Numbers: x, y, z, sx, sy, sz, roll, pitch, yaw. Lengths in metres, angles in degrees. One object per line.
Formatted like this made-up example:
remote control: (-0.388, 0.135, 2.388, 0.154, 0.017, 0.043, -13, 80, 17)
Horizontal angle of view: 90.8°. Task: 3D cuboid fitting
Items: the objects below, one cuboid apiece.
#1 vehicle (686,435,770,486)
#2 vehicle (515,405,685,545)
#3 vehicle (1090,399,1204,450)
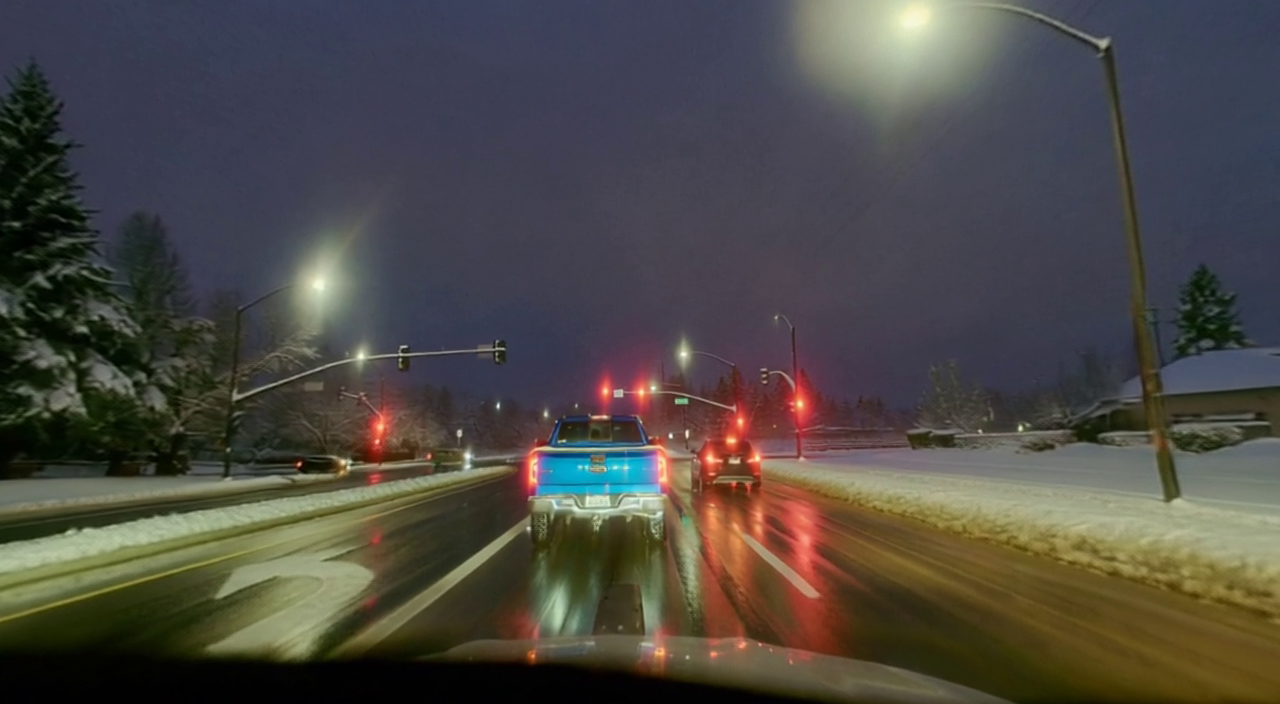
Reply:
vehicle: (2.772, 3.552, 20.998, 2.073, 1.484, 4.437, 0, -8, -1)
vehicle: (-0.526, 1.903, 10.434, 2.145, 1.762, 4.731, 0, -8, -1)
vehicle: (30.382, 4.432, 38.047, 2.892, 2.881, 4.178, 2, -9, -16)
